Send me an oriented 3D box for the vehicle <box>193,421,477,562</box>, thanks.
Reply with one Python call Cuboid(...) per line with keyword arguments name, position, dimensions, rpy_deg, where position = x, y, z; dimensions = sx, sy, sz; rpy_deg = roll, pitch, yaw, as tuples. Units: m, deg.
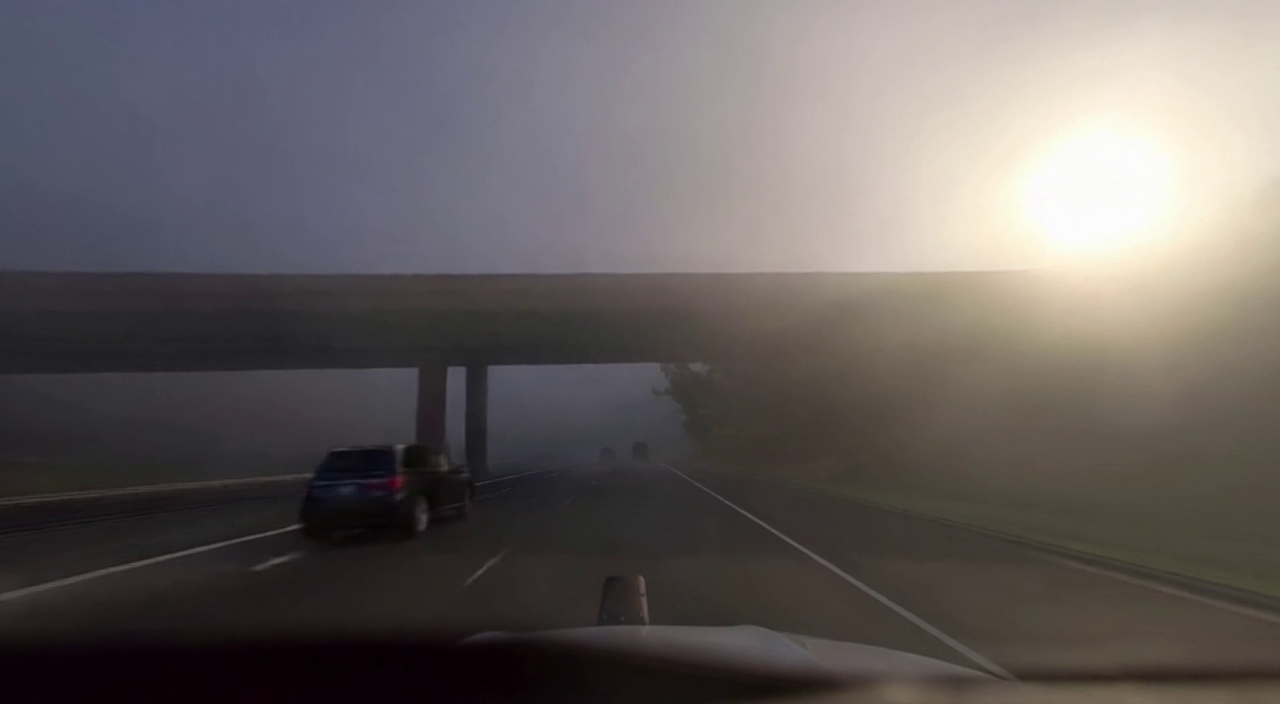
Cuboid(name="vehicle", position=(-4.171, 1.974, 9.715), dimensions=(2.076, 1.637, 4.526), rpy_deg=(0, -8, 0))
